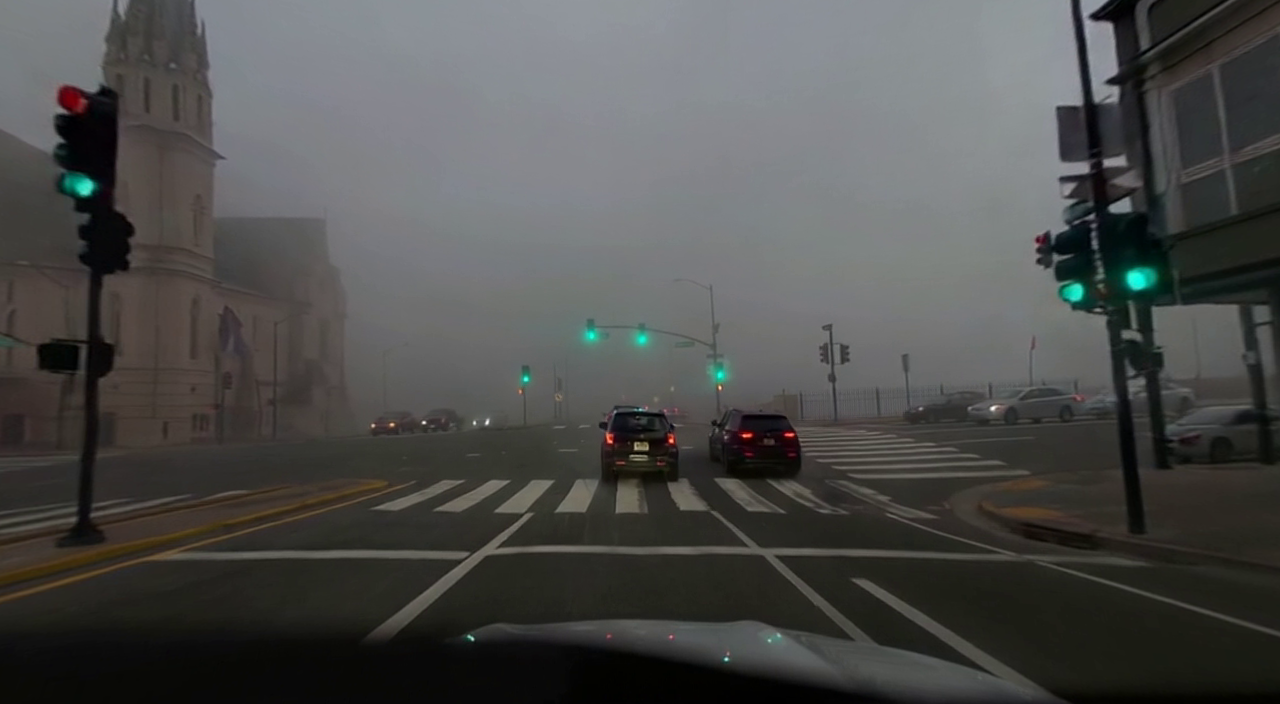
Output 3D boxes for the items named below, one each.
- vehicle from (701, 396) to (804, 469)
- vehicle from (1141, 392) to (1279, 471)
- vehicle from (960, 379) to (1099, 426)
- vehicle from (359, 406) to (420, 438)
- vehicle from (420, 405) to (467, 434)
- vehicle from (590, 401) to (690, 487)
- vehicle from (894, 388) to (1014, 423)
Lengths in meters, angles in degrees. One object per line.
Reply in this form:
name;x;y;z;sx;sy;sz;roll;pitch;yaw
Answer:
vehicle;3.240;2.310;19.223;2.080;1.735;4.650;1;-2;-2
vehicle;16.445;2.071;17.006;4.379;1.486;1.941;-5;2;-3
vehicle;16.487;2.142;26.907;4.512;1.734;2.143;-2;-4;-3
vehicle;-16.462;4.728;41.808;1.969;1.896;5.404;1;-8;-2
vehicle;-13.482;4.697;43.600;2.069;1.790;4.358;1;-8;-3
vehicle;-0.109;2.159;15.830;2.168;1.776;4.135;0;-4;-3
vehicle;14.682;2.536;29.695;4.488;1.475;2.083;-1;-6;-3
